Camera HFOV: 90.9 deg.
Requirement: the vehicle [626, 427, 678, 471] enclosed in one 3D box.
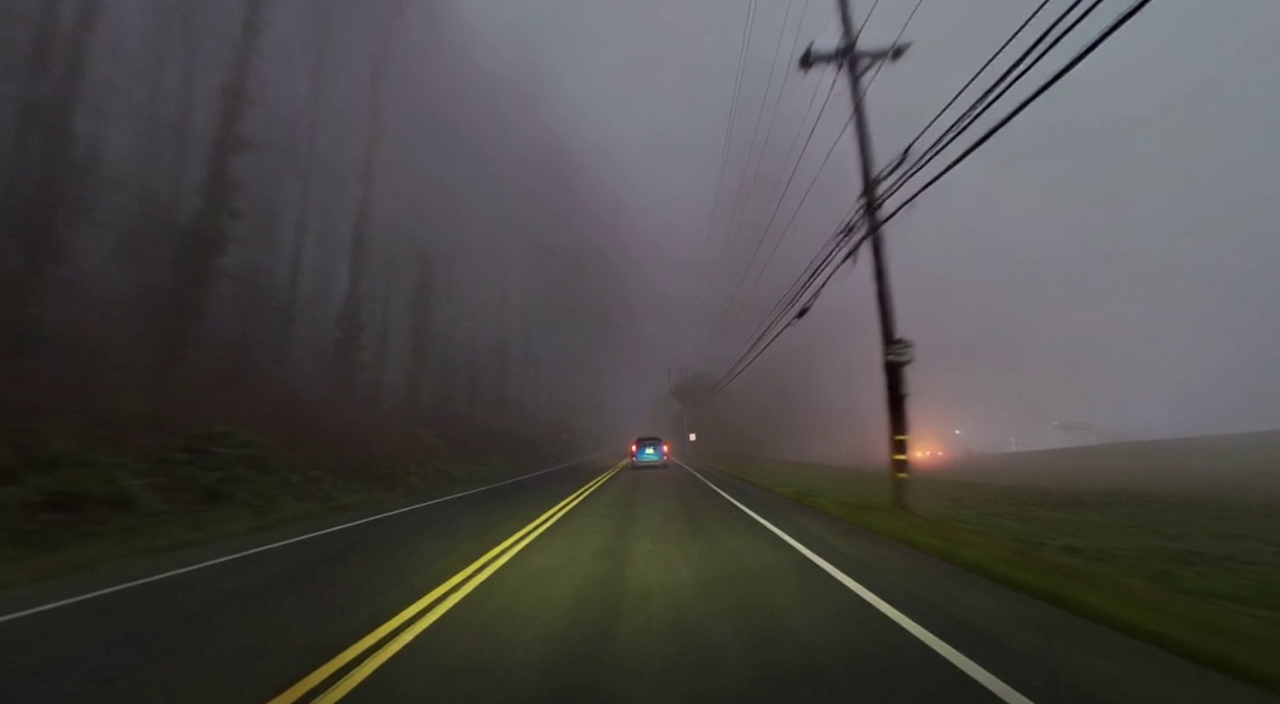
[{"bbox_3d":[0.564,4.951,32.305,2.468,2.056,4.422,0,-9,0],"label":"vehicle"}]
